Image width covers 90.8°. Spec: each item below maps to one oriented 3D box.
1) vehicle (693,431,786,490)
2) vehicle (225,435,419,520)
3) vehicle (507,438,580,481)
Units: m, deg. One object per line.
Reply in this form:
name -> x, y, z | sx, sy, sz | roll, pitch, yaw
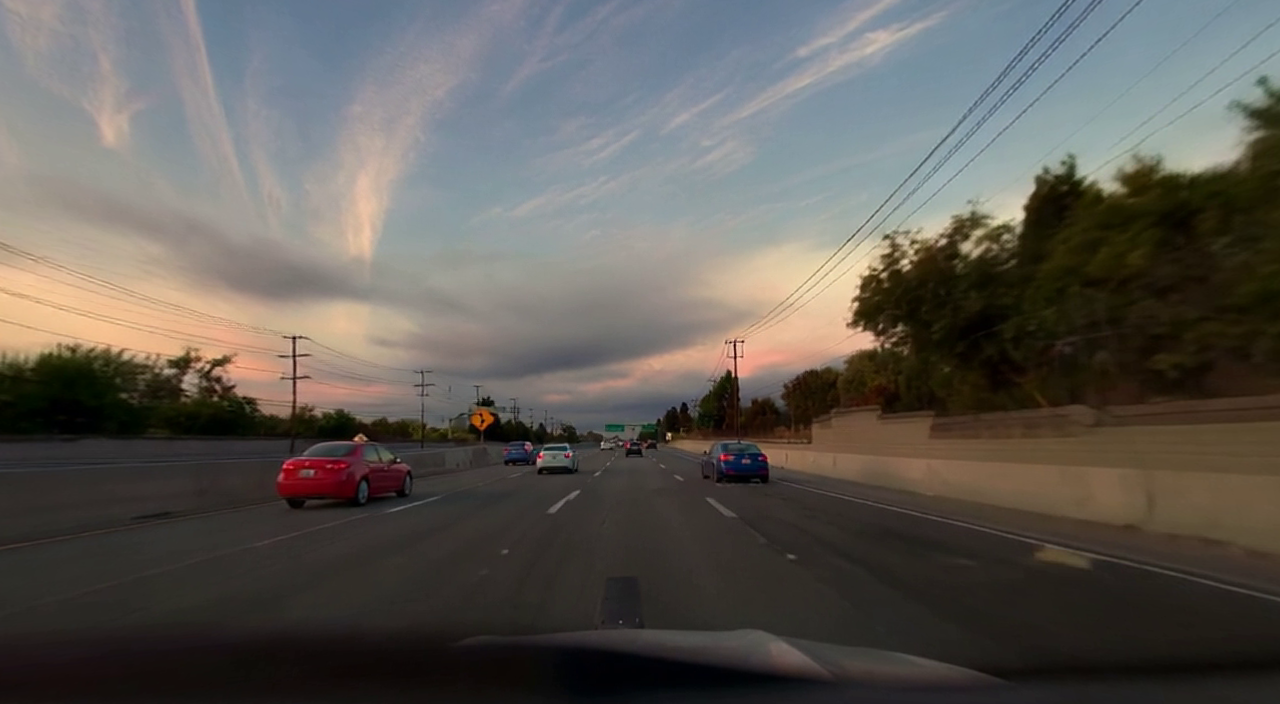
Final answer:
vehicle -> 3.012, 3.408, 20.219 | 2.100, 1.659, 4.387 | 0, -8, -2
vehicle -> -6.354, 2.525, 13.272 | 1.903, 1.482, 4.180 | 0, -8, 0
vehicle -> -3.538, 4.026, 23.971 | 2.066, 1.488, 4.377 | 0, -8, 0
